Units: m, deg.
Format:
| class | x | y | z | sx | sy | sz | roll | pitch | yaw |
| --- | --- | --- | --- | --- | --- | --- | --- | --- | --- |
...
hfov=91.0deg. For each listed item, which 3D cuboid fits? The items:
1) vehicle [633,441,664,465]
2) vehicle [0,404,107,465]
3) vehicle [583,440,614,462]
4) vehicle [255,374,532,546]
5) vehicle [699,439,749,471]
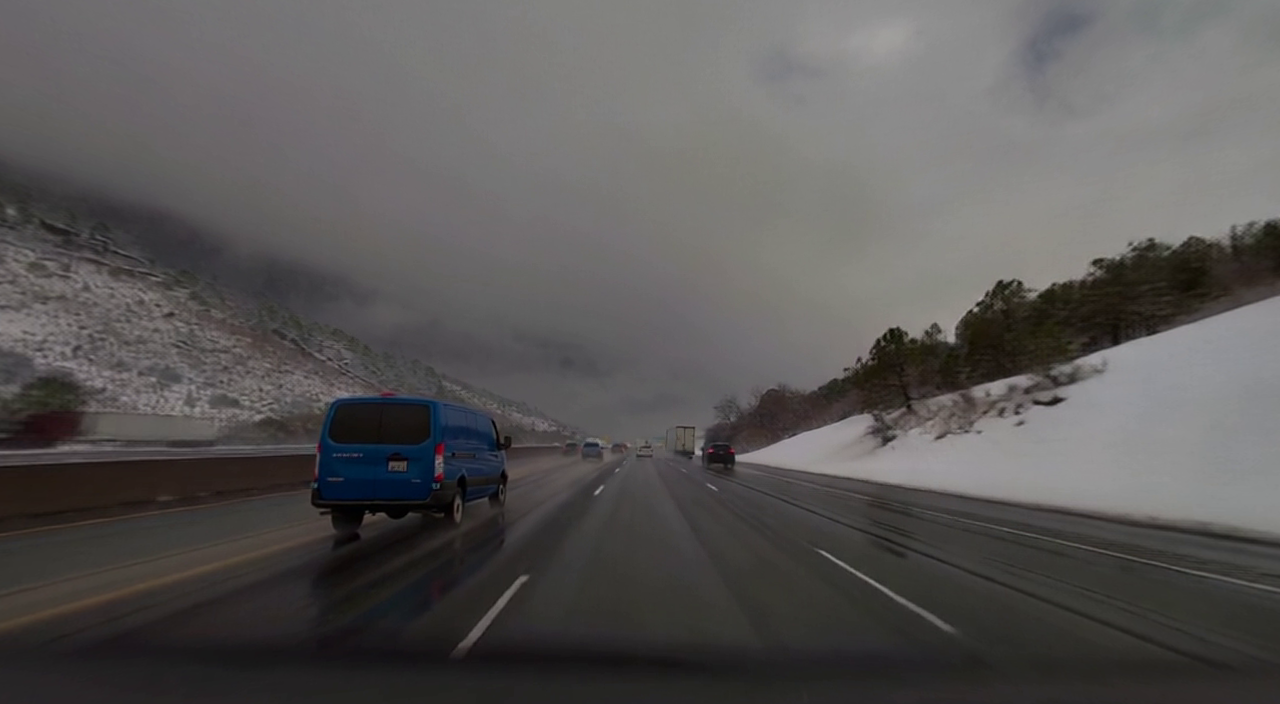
| class | x | y | z | sx | sy | sz | roll | pitch | yaw |
| --- | --- | --- | --- | --- | --- | --- | --- | --- | --- |
| vehicle | 0.560 | 6.785 | 42.437 | 2.014 | 1.543 | 3.804 | 0 | -9 | 0 |
| vehicle | -42.461 | 5.678 | 42.792 | 3.278 | 3.863 | 10.251 | 0 | -9 | 1 |
| vehicle | -3.154 | 7.615 | 48.577 | 2.138 | 1.581 | 4.340 | 0 | -9 | 0 |
| vehicle | -3.659 | 1.815 | 11.013 | 2.421 | 2.203 | 5.775 | 0 | -9 | 1 |
| vehicle | 4.503 | 5.609 | 34.409 | 2.051 | 1.598 | 4.145 | 0 | -9 | -1 |
